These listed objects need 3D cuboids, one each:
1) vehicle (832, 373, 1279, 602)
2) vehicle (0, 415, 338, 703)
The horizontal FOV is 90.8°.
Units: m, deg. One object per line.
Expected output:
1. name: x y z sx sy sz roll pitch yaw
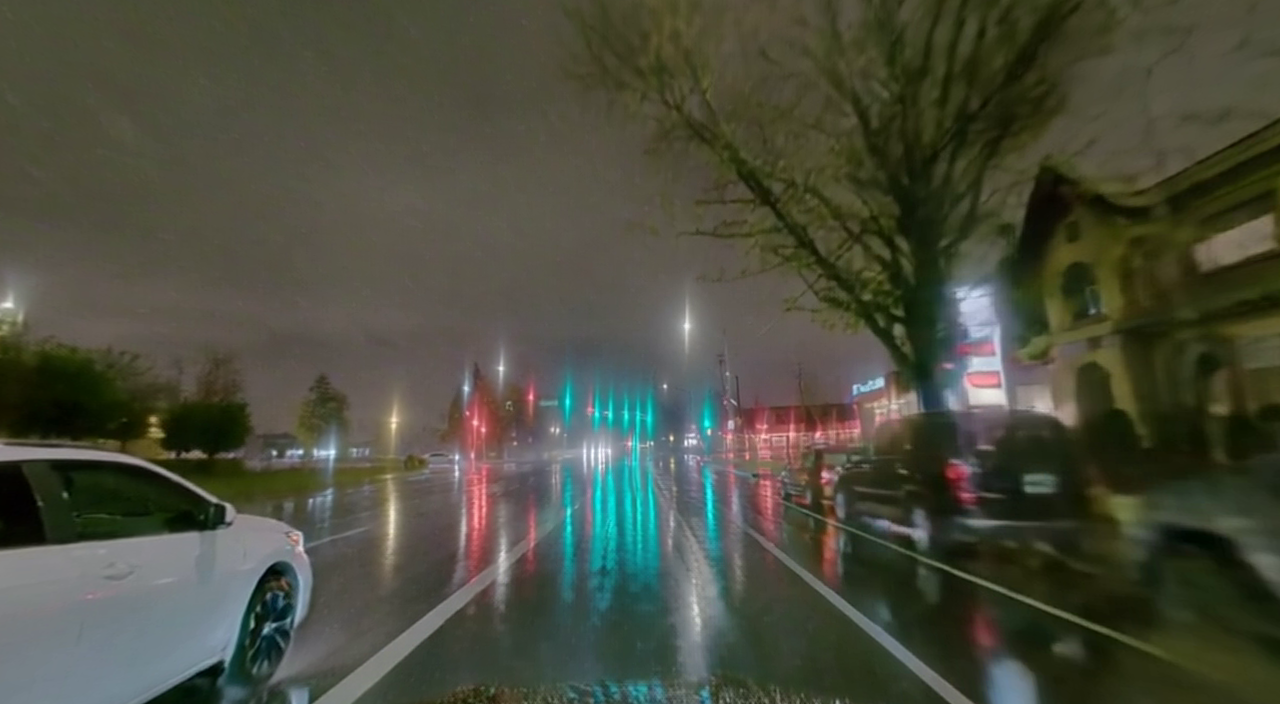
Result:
1. vehicle: 4.487 1.581 8.313 2.110 1.992 5.428 0 -9 -1
2. vehicle: -3.047 0.932 2.060 1.874 1.424 4.553 0 -9 0
